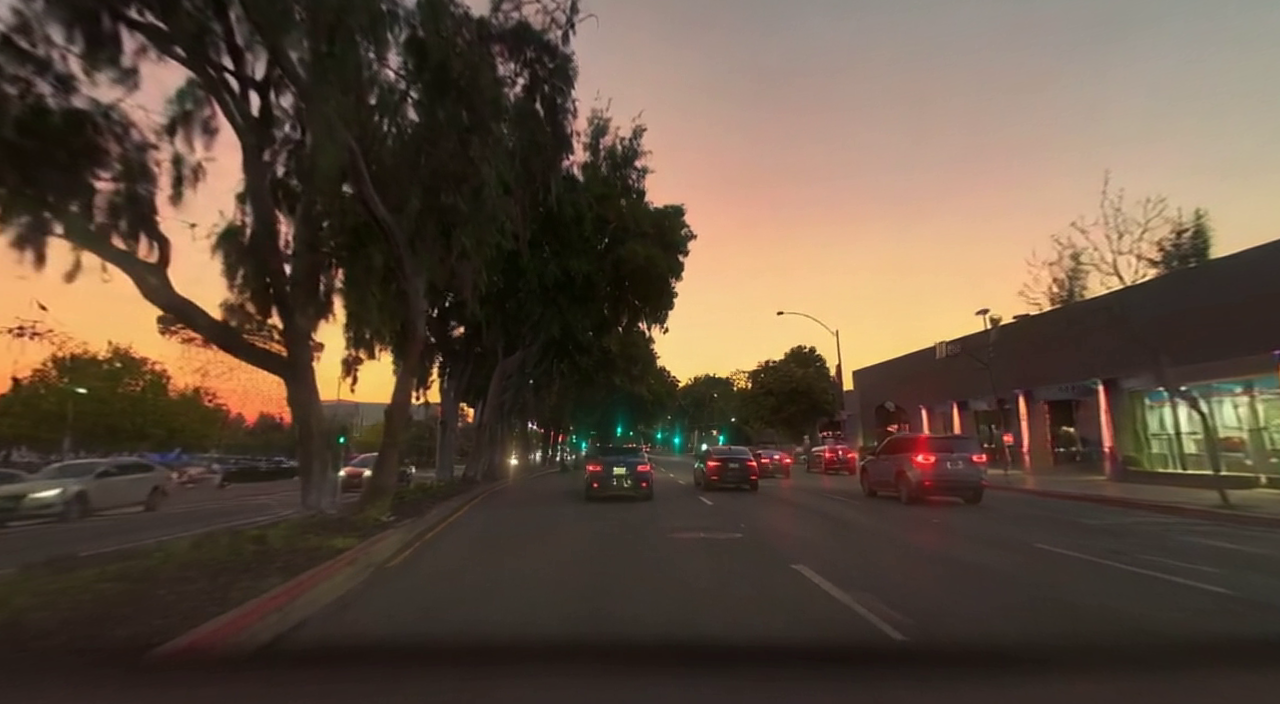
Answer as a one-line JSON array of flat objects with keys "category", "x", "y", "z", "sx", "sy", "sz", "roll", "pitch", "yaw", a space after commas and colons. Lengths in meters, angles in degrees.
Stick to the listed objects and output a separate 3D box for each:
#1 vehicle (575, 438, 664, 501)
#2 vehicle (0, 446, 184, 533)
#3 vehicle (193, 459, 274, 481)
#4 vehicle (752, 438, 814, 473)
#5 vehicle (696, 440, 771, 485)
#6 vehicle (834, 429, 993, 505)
[{"category": "vehicle", "x": -0.661, "y": 3.090, "z": 17.013, "sx": 2.101, "sy": 1.444, "sz": 4.248, "roll": 0, "pitch": -9, "yaw": -5}, {"category": "vehicle", "x": -12.062, "y": 2.805, "z": 13.409, "sx": 1.934, "sy": 1.491, "sz": 3.684, "roll": -1, "pitch": -8, "yaw": 1}, {"category": "vehicle", "x": -28.187, "y": 8.188, "z": 43.903, "sx": 4.346, "sy": 1.435, "sz": 1.909, "roll": -1, "pitch": -9, "yaw": 3}, {"category": "vehicle", "x": 7.276, "y": 5.316, "z": 32.599, "sx": 2.025, "sy": 1.666, "sz": 4.448, "roll": 0, "pitch": -9, "yaw": -1}, {"category": "vehicle", "x": 3.316, "y": 4.023, "z": 23.346, "sx": 1.993, "sy": 1.477, "sz": 4.240, "roll": 0, "pitch": -9, "yaw": -2}, {"category": "vehicle", "x": 7.058, "y": 3.014, "z": 17.027, "sx": 2.052, "sy": 1.708, "sz": 4.842, "roll": 0, "pitch": -9, "yaw": -1}]
